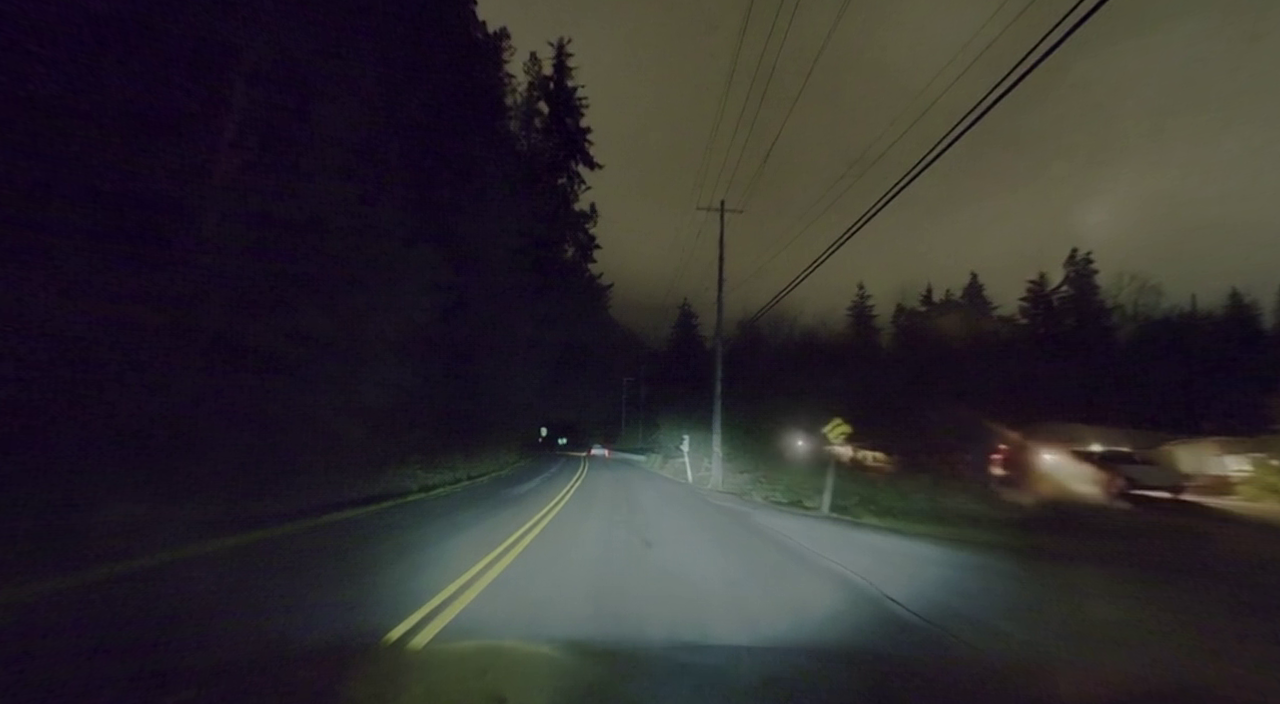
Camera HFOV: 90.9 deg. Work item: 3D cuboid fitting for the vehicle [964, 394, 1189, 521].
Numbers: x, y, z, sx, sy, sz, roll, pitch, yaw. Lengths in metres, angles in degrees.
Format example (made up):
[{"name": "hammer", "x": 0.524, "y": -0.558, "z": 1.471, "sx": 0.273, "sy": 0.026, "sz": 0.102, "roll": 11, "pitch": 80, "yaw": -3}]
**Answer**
[{"name": "vehicle", "x": 13.394, "y": 3.257, "z": 19.514, "sx": 5.297, "sy": 3.064, "sz": 2.935, "roll": 9, "pitch": -9, "yaw": -15}]
